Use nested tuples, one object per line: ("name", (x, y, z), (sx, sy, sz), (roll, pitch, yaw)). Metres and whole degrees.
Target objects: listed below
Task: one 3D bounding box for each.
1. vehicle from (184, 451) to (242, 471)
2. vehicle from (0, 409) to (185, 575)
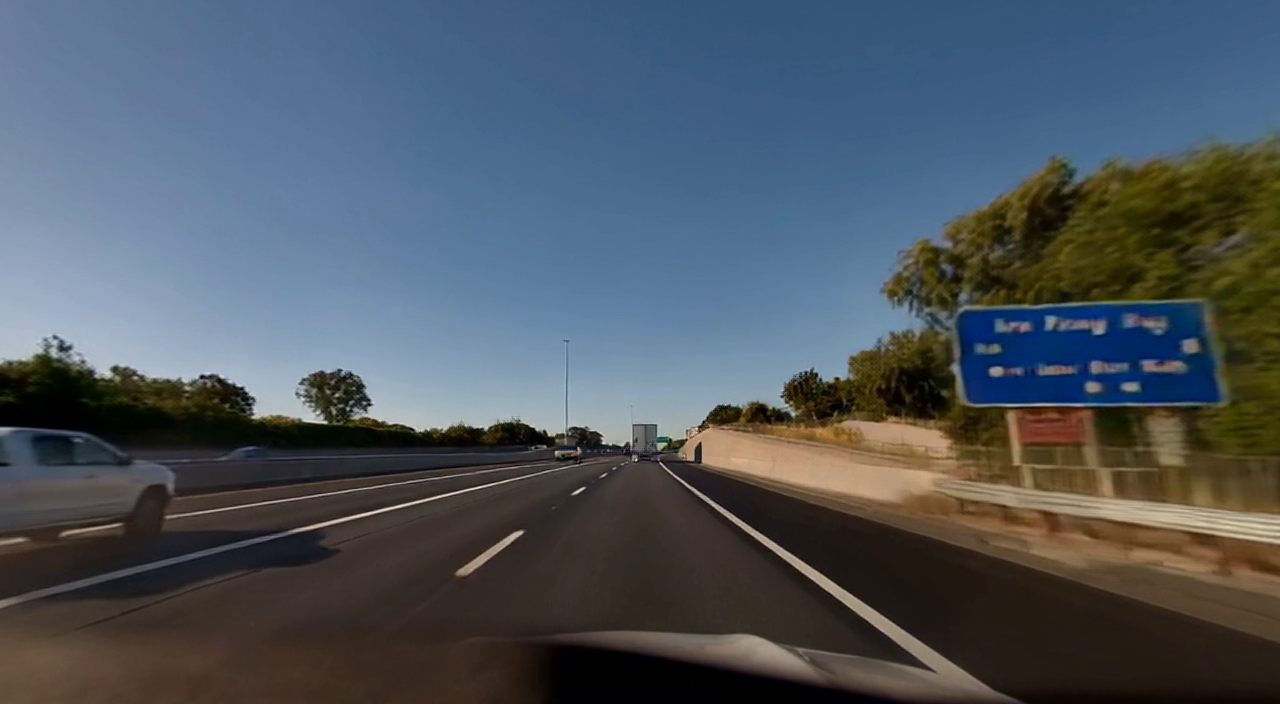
("vehicle", (-32.702, 8.350, 48.467), (1.731, 1.433, 3.752), (-1, -9, 2))
("vehicle", (-7.579, 1.458, 6.578), (2.067, 1.676, 4.789), (0, -9, 0))
